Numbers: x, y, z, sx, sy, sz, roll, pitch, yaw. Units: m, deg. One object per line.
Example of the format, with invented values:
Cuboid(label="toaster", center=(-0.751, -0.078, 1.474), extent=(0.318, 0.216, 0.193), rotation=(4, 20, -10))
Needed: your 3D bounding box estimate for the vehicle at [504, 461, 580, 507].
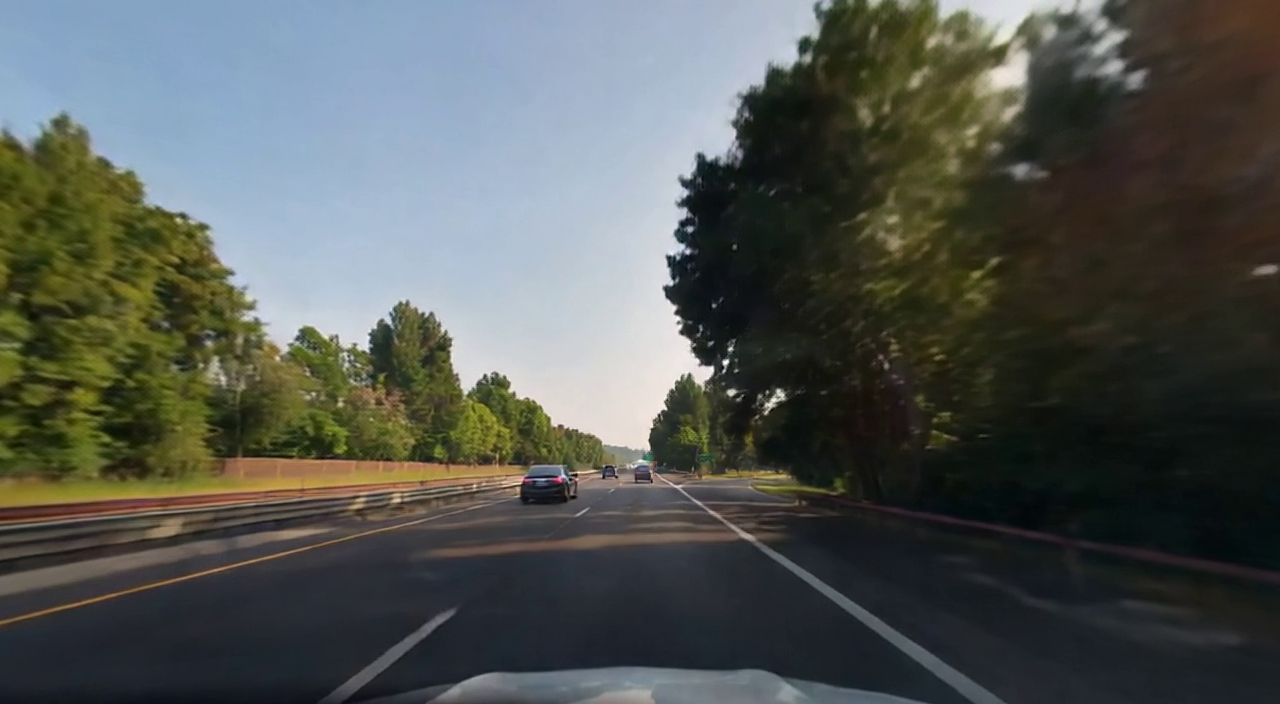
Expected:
Cuboid(label="vehicle", center=(-3.533, 4.874, 23.540), extent=(2.047, 1.523, 4.279), rotation=(1, -10, 1))

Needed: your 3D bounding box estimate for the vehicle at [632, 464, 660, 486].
Cuboid(label="vehicle", center=(0.485, 9.623, 49.252), extent=(2.065, 1.596, 3.869), rotation=(1, -10, 1))
